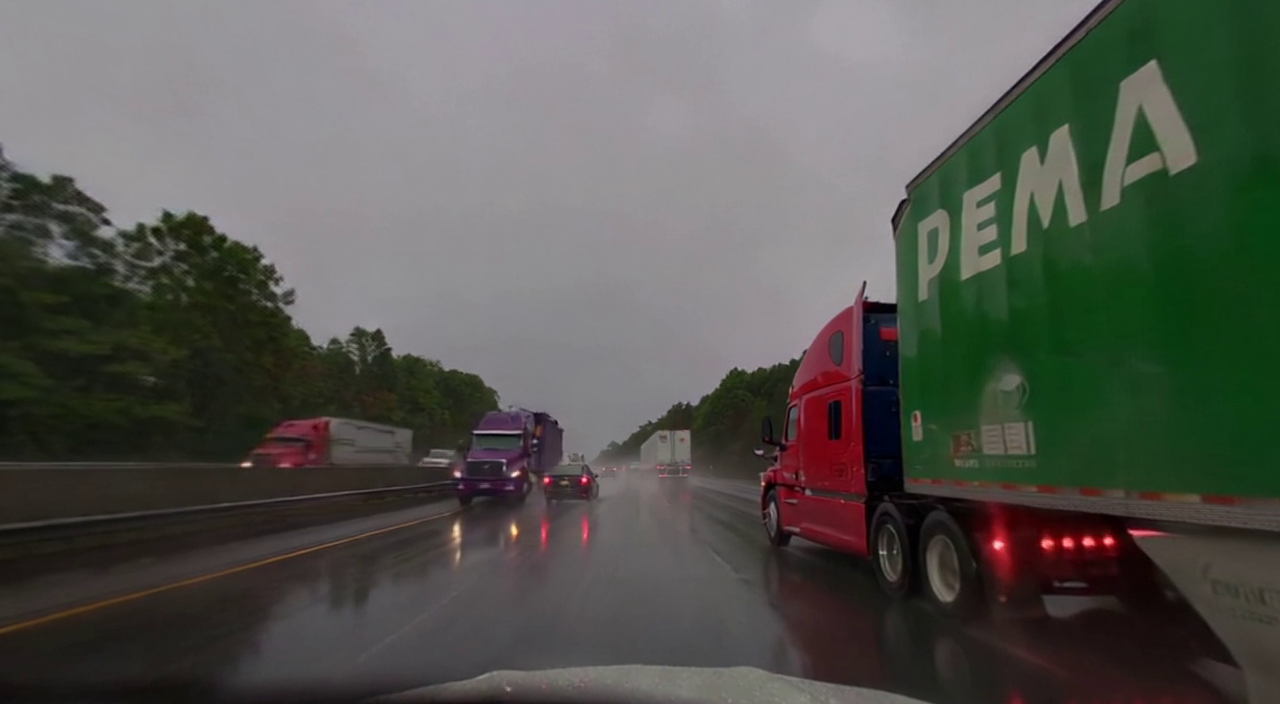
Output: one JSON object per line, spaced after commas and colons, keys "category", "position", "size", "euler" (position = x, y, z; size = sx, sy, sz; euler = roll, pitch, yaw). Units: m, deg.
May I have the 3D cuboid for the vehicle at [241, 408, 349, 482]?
{"category": "vehicle", "position": [-20.091, 5.600, 37.201], "size": [2.892, 3.957, 6.081], "euler": [1, -11, -2]}

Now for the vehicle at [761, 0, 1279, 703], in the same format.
{"category": "vehicle", "position": [3.888, 0.322, 4.805], "size": [2.856, 4.040, 14.009], "euler": [1, -11, -1]}

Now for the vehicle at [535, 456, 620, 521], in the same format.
{"category": "vehicle", "position": [-1.660, 3.922, 18.442], "size": [2.010, 1.580, 4.949], "euler": [1, -11, 0]}

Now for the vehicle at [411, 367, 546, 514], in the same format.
{"category": "vehicle", "position": [-5.068, 3.017, 21.022], "size": [3.099, 4.220, 5.196], "euler": [1, -10, -1]}
